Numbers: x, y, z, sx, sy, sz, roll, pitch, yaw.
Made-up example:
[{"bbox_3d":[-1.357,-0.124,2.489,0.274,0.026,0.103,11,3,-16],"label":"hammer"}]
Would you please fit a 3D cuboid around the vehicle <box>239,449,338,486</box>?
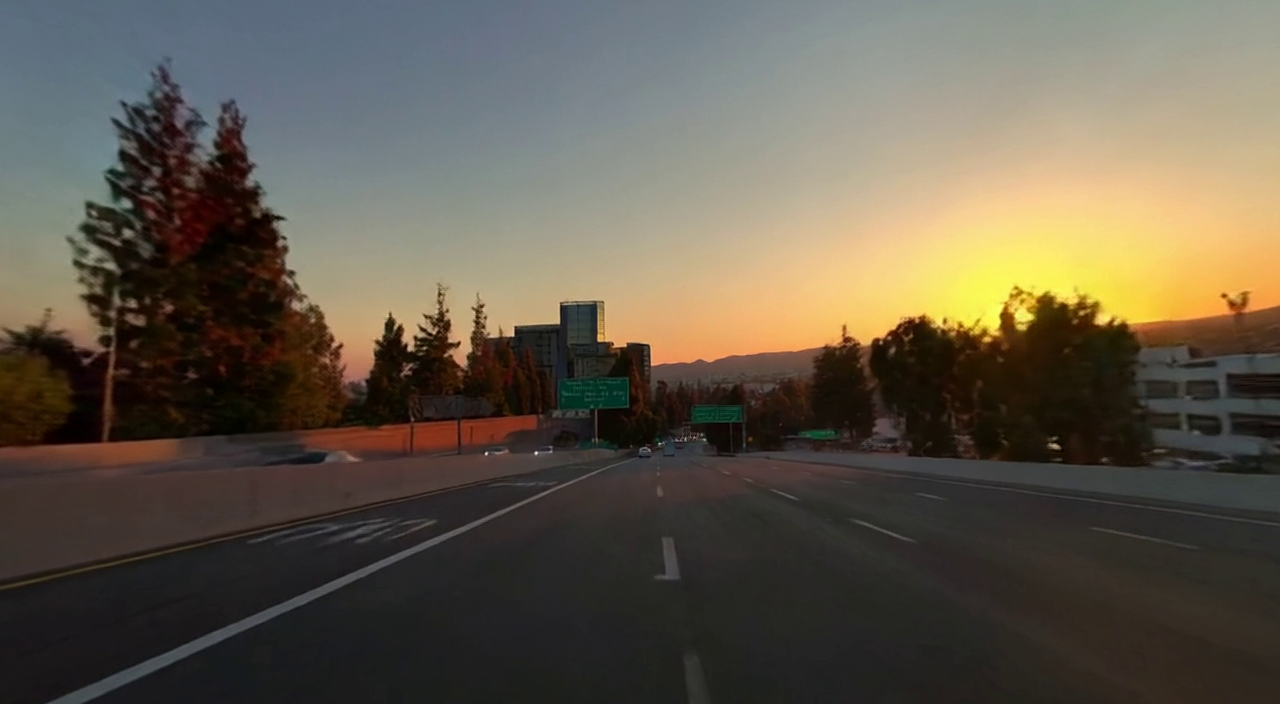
[{"bbox_3d":[-16.258,5.326,29.482,1.830,1.527,4.504,-1,-8,4],"label":"vehicle"}]
